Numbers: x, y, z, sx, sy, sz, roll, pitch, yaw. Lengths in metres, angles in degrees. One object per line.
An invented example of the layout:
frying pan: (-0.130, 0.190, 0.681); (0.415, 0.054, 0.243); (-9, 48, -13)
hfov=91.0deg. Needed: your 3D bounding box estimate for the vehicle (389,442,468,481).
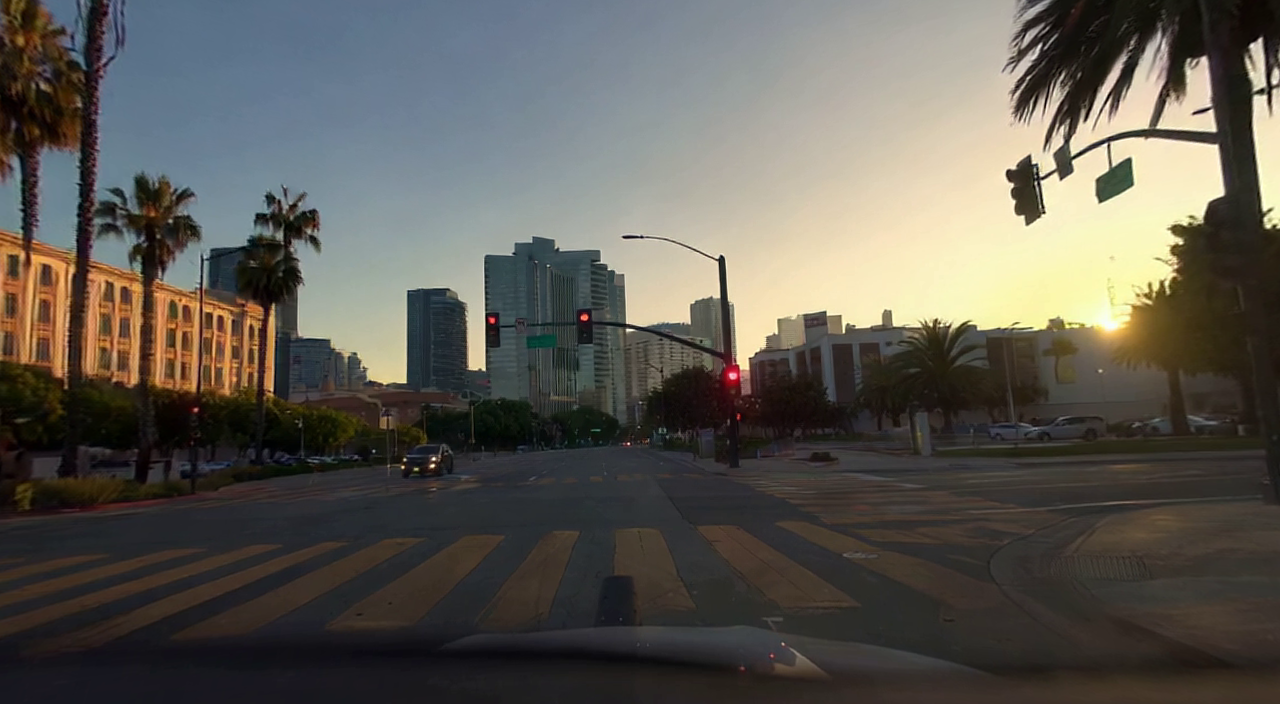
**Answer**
vehicle: (-10.741, 5.593, 32.373); (2.270, 1.833, 4.860); (0, -9, 1)
